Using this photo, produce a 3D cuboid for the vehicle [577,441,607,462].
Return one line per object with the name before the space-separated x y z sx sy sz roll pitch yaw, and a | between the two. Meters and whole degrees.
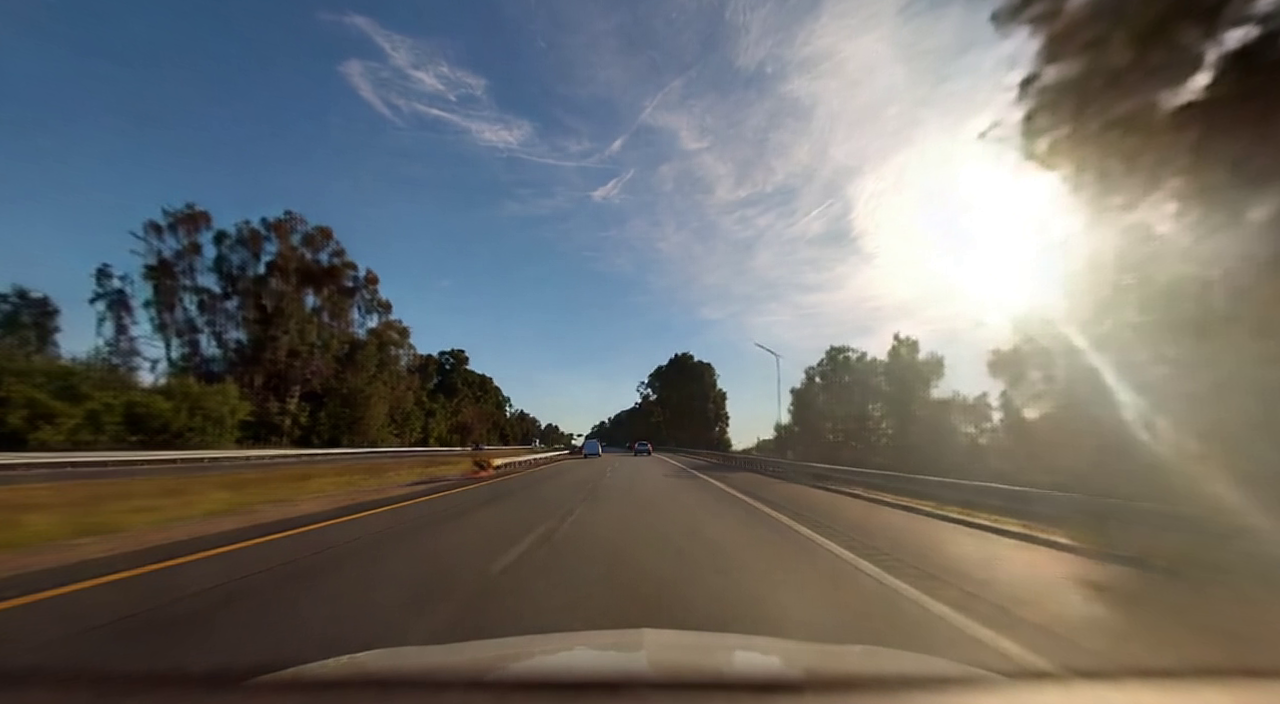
vehicle | -3.613 7.602 48.101 2.057 1.514 3.845 0 -8 -1
